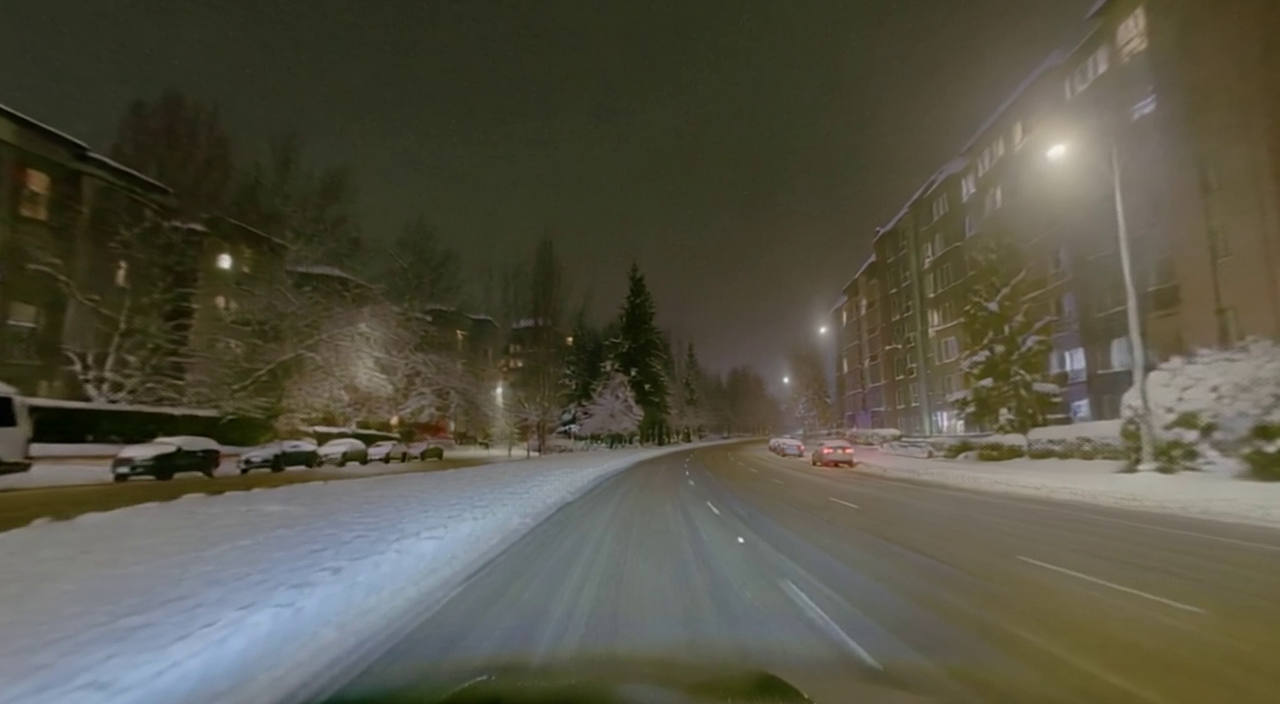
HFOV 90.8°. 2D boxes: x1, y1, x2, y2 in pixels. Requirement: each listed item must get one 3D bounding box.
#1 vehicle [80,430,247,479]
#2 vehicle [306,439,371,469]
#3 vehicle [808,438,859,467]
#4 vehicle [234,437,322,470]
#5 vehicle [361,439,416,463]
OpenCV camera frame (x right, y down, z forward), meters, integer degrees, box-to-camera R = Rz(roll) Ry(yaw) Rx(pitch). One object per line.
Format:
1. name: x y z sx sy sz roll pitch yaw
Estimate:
1. vehicle: -18.651 4.057 25.211 2.076 1.703 5.595 0 -8 3
2. vehicle: -18.044 6.085 38.014 1.686 1.671 4.477 -1 -8 0
3. vehicle: 11.767 6.128 38.694 1.992 1.615 4.460 0 -8 4
4. vehicle: -18.336 5.183 32.242 1.854 1.490 4.331 -2 -9 1
5. vehicle: -17.519 6.972 44.247 1.795 1.445 4.629 -3 -10 2
